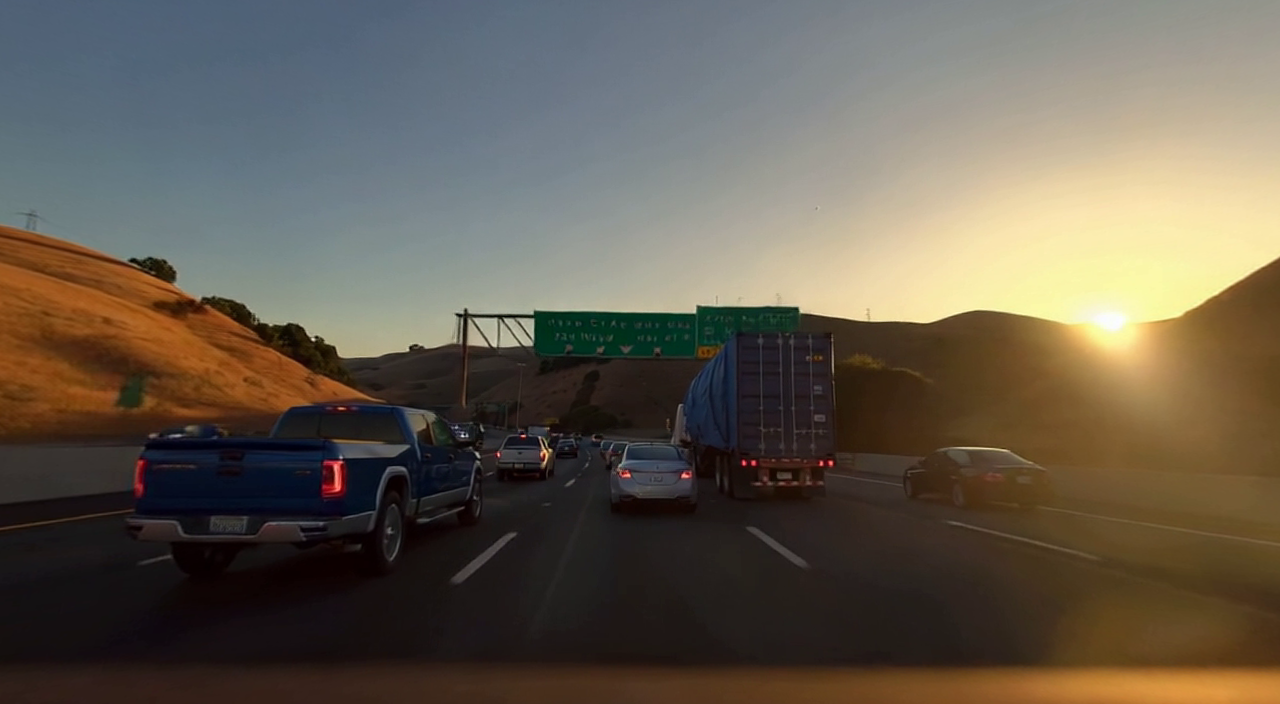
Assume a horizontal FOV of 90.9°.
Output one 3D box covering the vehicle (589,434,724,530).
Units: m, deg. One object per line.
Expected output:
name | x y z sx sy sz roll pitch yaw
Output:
vehicle | 0.197 2.314 11.863 2.105 1.471 3.978 0 -8 -2

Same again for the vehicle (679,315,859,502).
vehicle | 3.135 1.977 19.236 2.759 4.098 10.906 0 -8 -2

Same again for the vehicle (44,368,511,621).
vehicle | -3.281 1.448 7.505 2.318 1.902 5.374 0 -8 1

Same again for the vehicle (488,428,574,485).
vehicle | -3.744 3.716 22.761 2.348 1.821 5.061 0 -8 -2

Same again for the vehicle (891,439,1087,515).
vehicle | 7.763 2.782 14.633 2.092 1.495 4.194 0 -8 -1
